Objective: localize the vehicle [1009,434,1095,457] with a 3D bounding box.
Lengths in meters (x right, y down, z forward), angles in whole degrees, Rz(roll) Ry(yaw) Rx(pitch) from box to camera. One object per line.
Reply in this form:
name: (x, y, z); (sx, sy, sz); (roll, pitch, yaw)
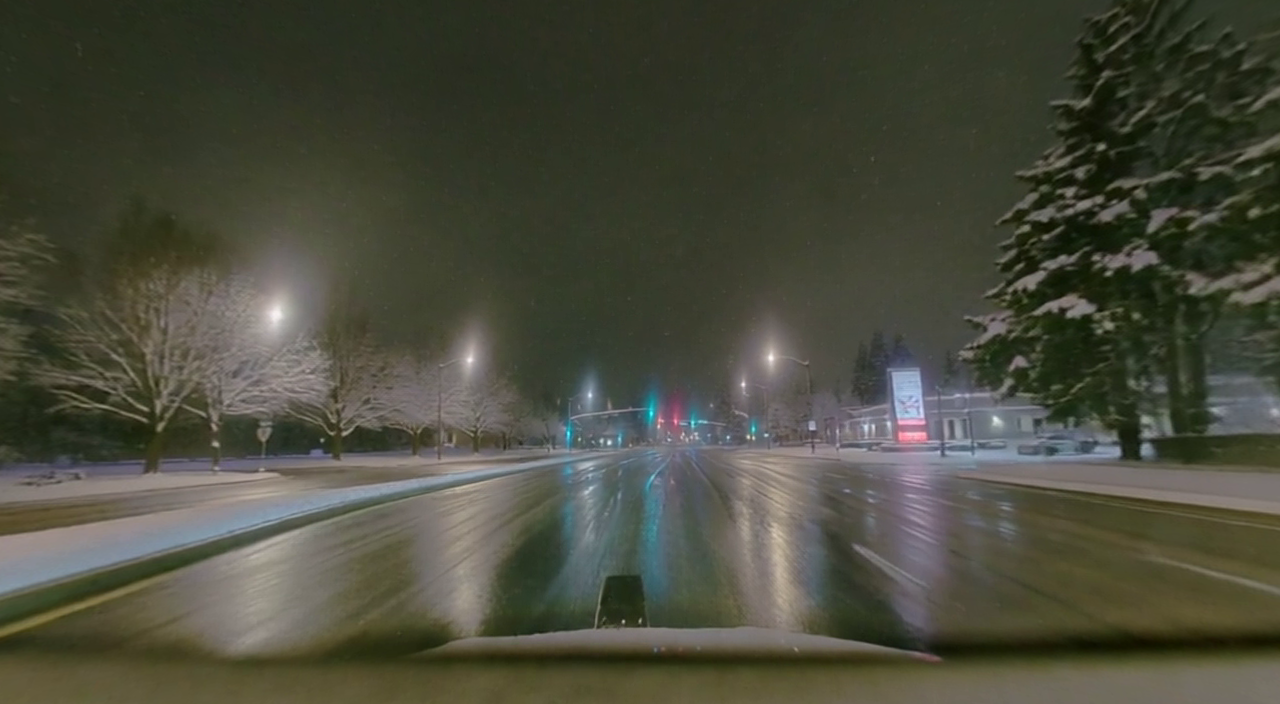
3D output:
vehicle: (27.747, 6.312, 42.365); (4.440, 1.378, 1.936); (0, -6, 5)
